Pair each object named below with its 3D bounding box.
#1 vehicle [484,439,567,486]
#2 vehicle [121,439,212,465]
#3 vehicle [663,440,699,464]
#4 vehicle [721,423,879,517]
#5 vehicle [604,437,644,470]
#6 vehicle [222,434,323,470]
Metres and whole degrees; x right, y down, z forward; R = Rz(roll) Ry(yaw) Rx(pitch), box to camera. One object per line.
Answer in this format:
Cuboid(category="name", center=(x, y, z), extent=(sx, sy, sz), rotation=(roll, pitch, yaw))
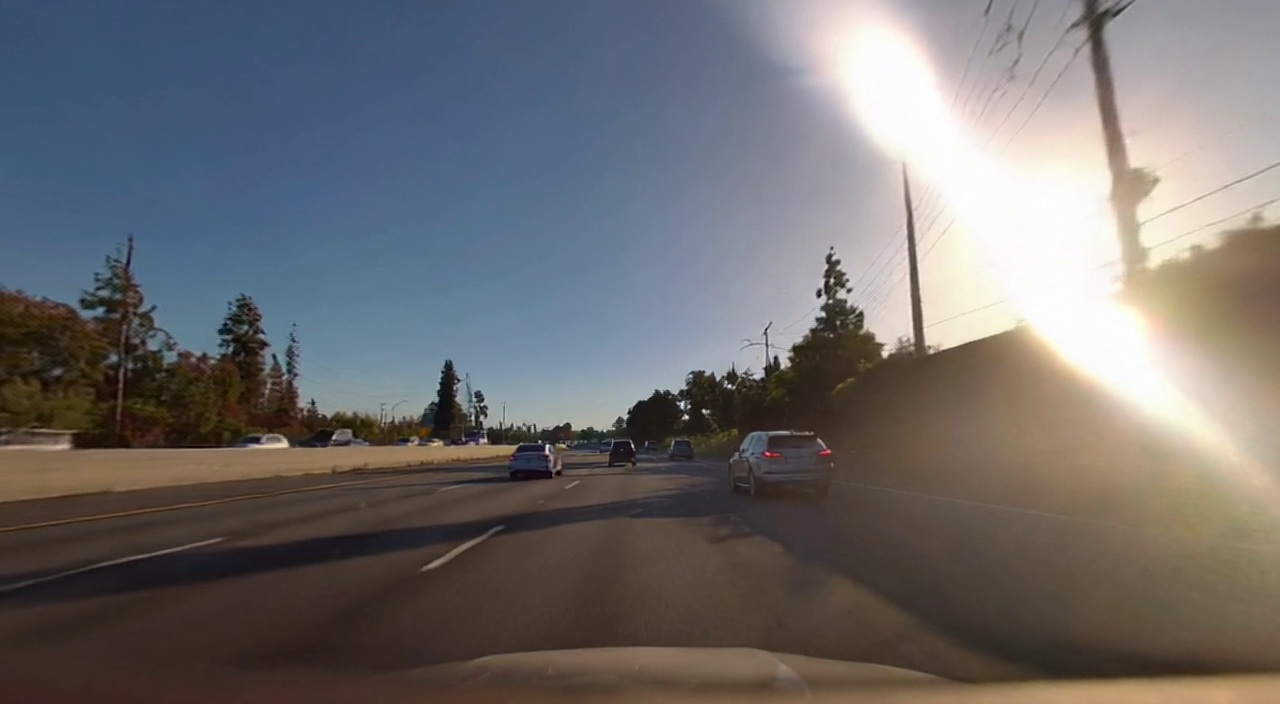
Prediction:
Cuboid(category="vehicle", center=(-4.165, 4.095, 23.822), extent=(2.091, 1.562, 5.220), rotation=(0, -9, 1))
Cuboid(category="vehicle", center=(-28.081, 5.933, 37.622), extent=(1.785, 1.445, 4.699), rotation=(0, -8, -1))
Cuboid(category="vehicle", center=(2.970, 7.414, 46.926), extent=(2.099, 1.720, 4.829), rotation=(1, -9, -3))
Cuboid(category="vehicle", center=(3.288, 2.555, 14.172), extent=(2.102, 1.723, 4.745), rotation=(1, -9, -3))
Cuboid(category="vehicle", center=(-0.947, 5.890, 36.758), extent=(2.192, 1.769, 4.287), rotation=(0, -9, -1))
Cuboid(category="vehicle", center=(-16.818, 4.603, 29.186), extent=(1.984, 1.524, 4.452), rotation=(0, -9, 0))
